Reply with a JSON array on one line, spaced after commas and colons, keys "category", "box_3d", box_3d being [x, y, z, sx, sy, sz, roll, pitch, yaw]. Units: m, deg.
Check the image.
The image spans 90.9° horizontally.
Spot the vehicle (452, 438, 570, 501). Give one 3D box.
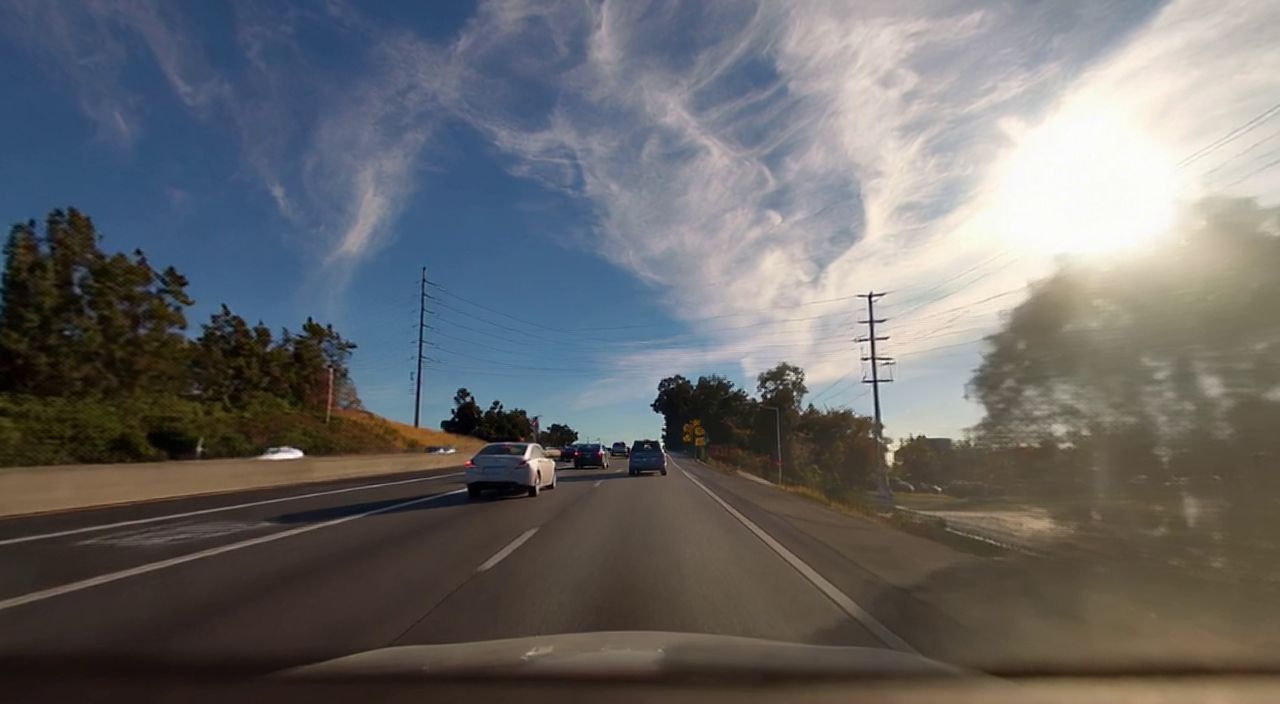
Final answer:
[{"category": "vehicle", "box_3d": [-3.248, 3.073, 16.947, 2.092, 1.464, 4.466, 0, -9, 2]}]

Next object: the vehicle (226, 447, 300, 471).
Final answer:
[{"category": "vehicle", "box_3d": [-23.938, 6.771, 40.232, 1.794, 1.440, 4.532, 0, -9, 2]}]

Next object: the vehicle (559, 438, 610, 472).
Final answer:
[{"category": "vehicle", "box_3d": [-2.909, 5.542, 34.165, 2.051, 1.695, 4.731, -1, -9, 3]}]

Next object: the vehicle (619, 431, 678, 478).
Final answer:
[{"category": "vehicle", "box_3d": [0.373, 4.347, 26.976, 2.319, 1.813, 4.274, 0, -9, 1]}]

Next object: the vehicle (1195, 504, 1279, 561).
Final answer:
[{"category": "vehicle", "box_3d": [30.813, 8.887, 31.287, 2.164, 2.048, 5.656, -2, -8, 11]}]
